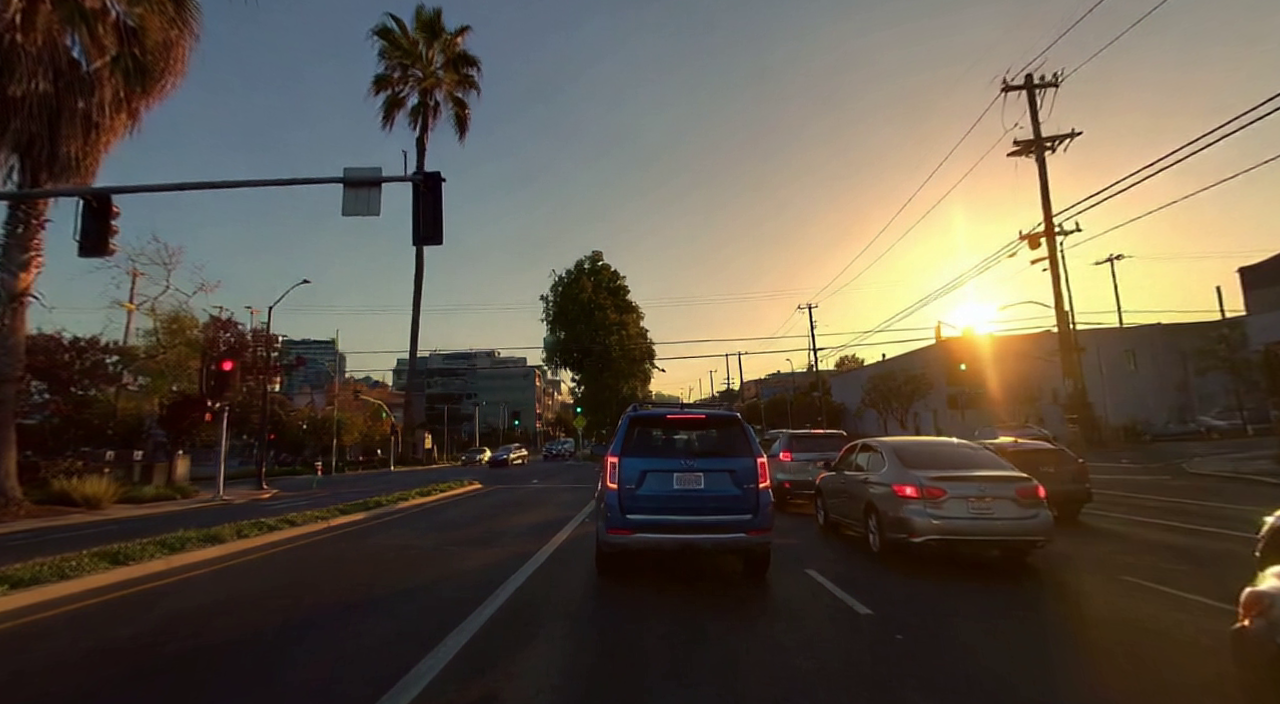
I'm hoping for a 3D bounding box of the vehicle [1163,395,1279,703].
[{"bbox_3d":[3.359,0.656,0.715,1.805,1.485,4.348,0,-9,1],"label":"vehicle"}]

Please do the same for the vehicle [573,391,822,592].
[{"bbox_3d":[0.453,1.573,7.867,2.228,1.780,4.269,0,-9,-2],"label":"vehicle"}]

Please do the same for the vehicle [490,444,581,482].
[{"bbox_3d":[-4.926,5.116,29.372,4.415,1.628,1.964,-9,-12,44],"label":"vehicle"}]

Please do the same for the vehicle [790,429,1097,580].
[{"bbox_3d":[3.498,1.824,8.371,1.895,1.456,4.255,0,-9,-1],"label":"vehicle"}]
